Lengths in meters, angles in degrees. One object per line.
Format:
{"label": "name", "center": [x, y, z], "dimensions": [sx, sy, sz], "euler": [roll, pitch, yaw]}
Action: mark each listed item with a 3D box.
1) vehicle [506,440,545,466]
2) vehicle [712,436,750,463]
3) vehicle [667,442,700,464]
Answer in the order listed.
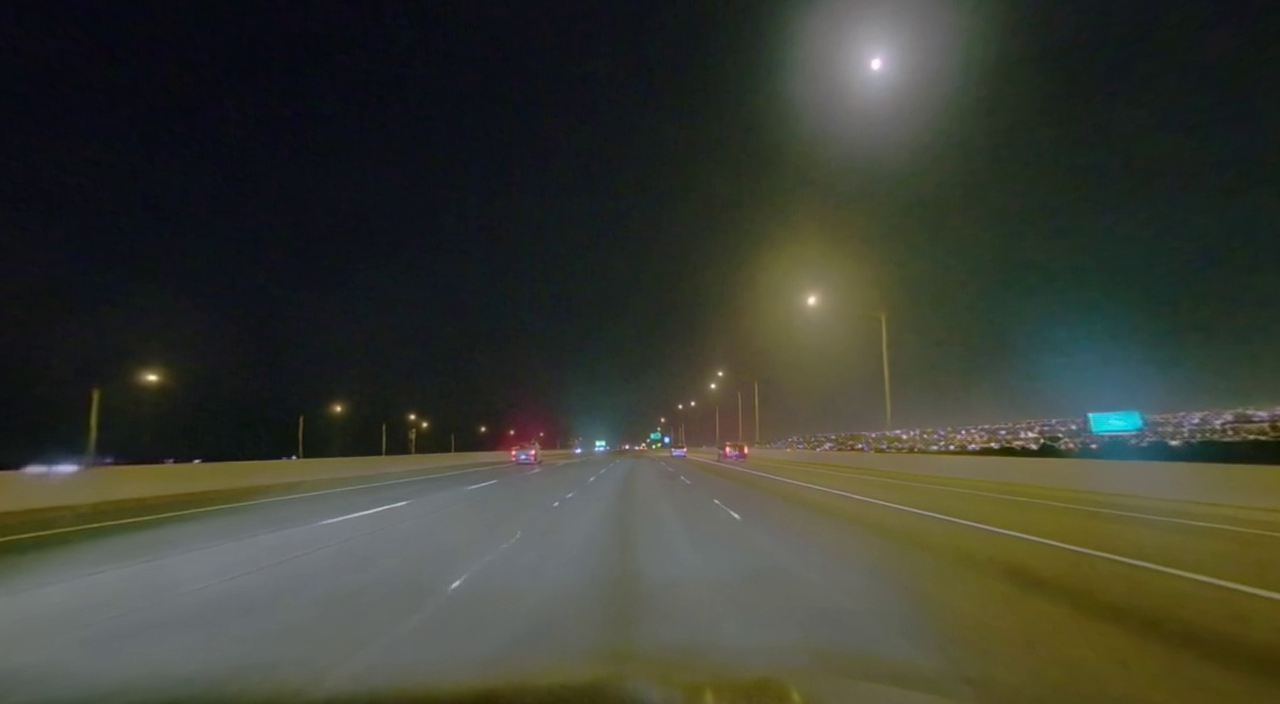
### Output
{"label": "vehicle", "center": [-8.257, 7.295, 46.018], "dimensions": [2.083, 1.696, 5.464], "euler": [1, -8, -2]}
{"label": "vehicle", "center": [6.807, 7.381, 47.813], "dimensions": [2.065, 1.953, 4.605], "euler": [0, -8, -2]}
{"label": "vehicle", "center": [3.117, 7.314, 45.774], "dimensions": [2.000, 1.533, 3.770], "euler": [0, -8, -1]}
